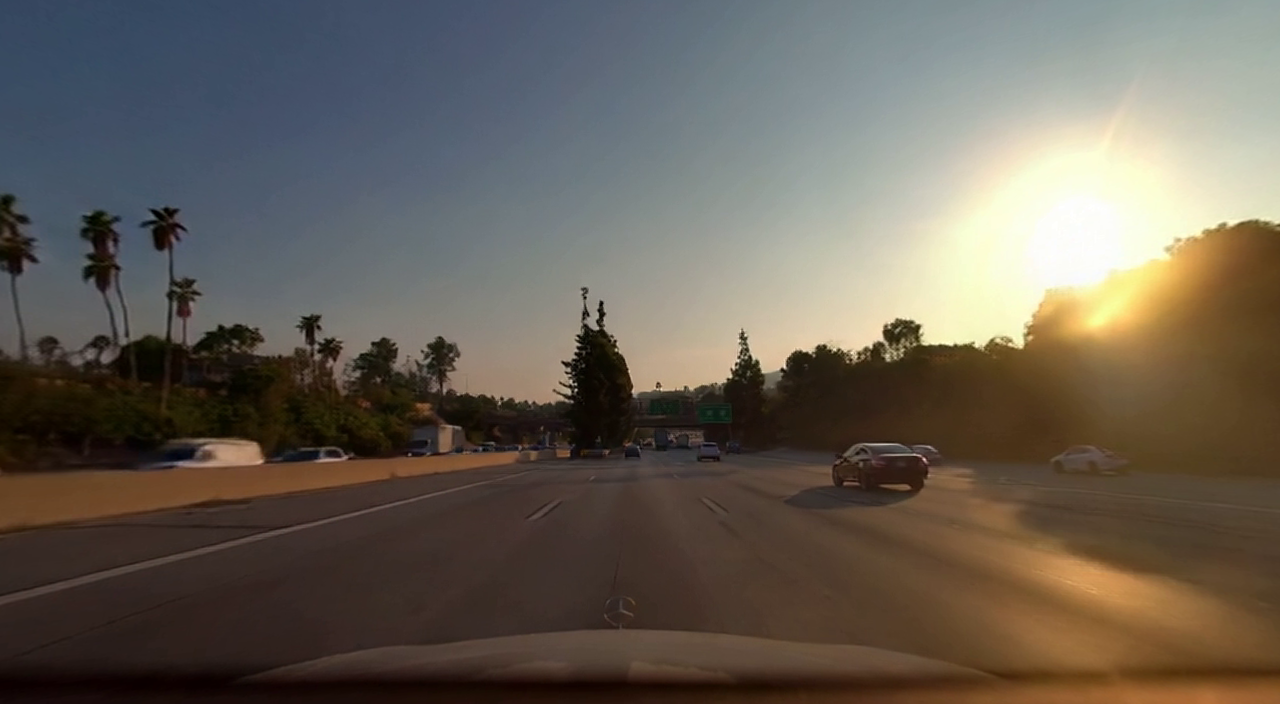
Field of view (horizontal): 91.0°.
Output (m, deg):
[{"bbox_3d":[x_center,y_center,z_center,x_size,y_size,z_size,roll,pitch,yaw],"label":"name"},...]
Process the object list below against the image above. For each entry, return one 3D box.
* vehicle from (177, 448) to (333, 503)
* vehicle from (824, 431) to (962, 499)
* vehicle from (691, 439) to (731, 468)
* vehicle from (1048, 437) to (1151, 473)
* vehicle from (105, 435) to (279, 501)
[{"bbox_3d":[-12.425,3.988,20.822,1.999,1.536,4.987,0,-8,0],"label":"vehicle"},{"bbox_3d":[6.735,3.045,17.346,1.902,1.623,4.360,0,-8,-1],"label":"vehicle"},{"bbox_3d":[4.361,6.280,39.259,2.035,1.704,3.867,0,-8,0],"label":"vehicle"},{"bbox_3d":[23.117,5.185,31.899,1.887,1.642,4.592,0,-8,3],"label":"vehicle"},{"bbox_3d":[-16.336,4.213,23.544,2.248,2.130,5.801,0,-8,-1],"label":"vehicle"}]
